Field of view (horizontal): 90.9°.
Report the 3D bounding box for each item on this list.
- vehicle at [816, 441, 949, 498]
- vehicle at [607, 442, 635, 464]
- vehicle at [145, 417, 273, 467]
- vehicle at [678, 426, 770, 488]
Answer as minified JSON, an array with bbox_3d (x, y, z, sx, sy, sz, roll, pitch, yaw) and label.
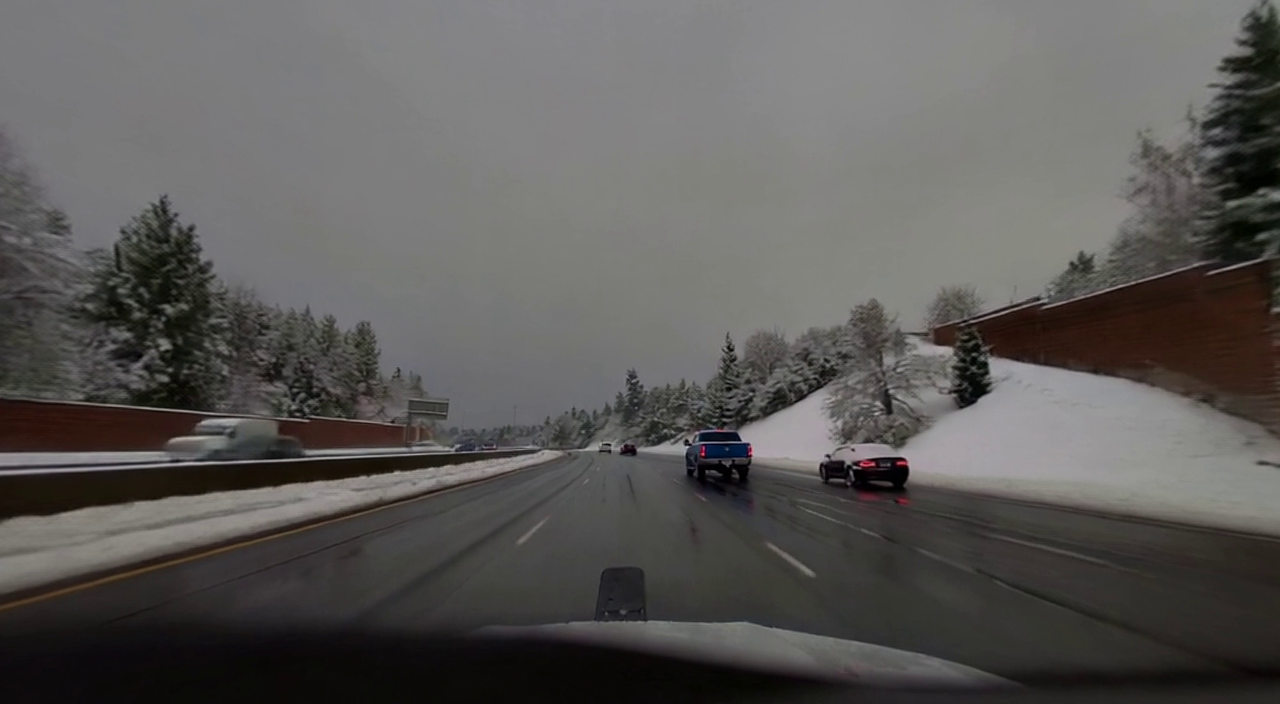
[{"bbox_3d":[7.177,3.488,19.355,1.976,1.485,4.925,0,-8,-2],"label":"vehicle"},{"bbox_3d":[-1.561,7.929,49.678,2.050,1.607,3.821,0,-8,-4],"label":"vehicle"},{"bbox_3d":[-22.039,4.670,32.724,2.433,2.292,6.266,0,-8,-3],"label":"vehicle"},{"bbox_3d":[2.854,3.752,22.901,2.374,1.952,5.431,0,-8,-2],"label":"vehicle"}]
